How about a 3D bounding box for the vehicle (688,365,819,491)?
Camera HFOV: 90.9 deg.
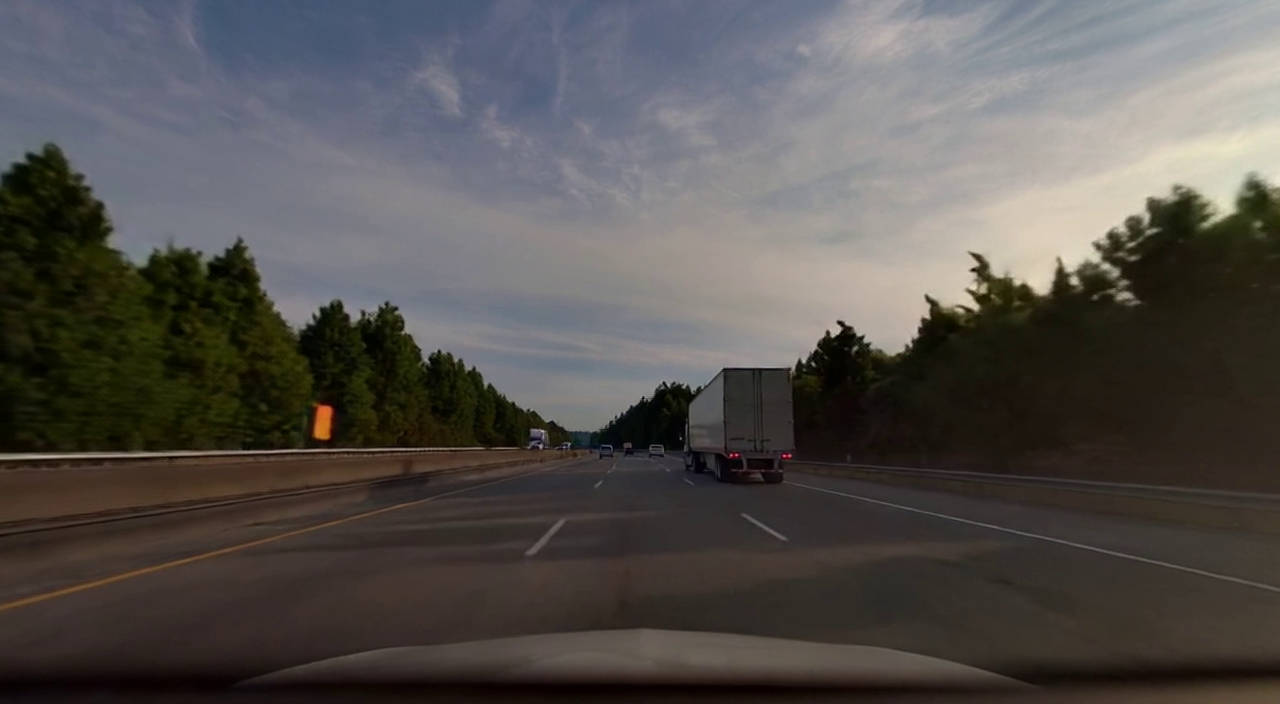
[{"bbox_3d":[4.139,3.464,26.958,2.950,4.033,13.276,0,-9,-1],"label":"vehicle"}]
